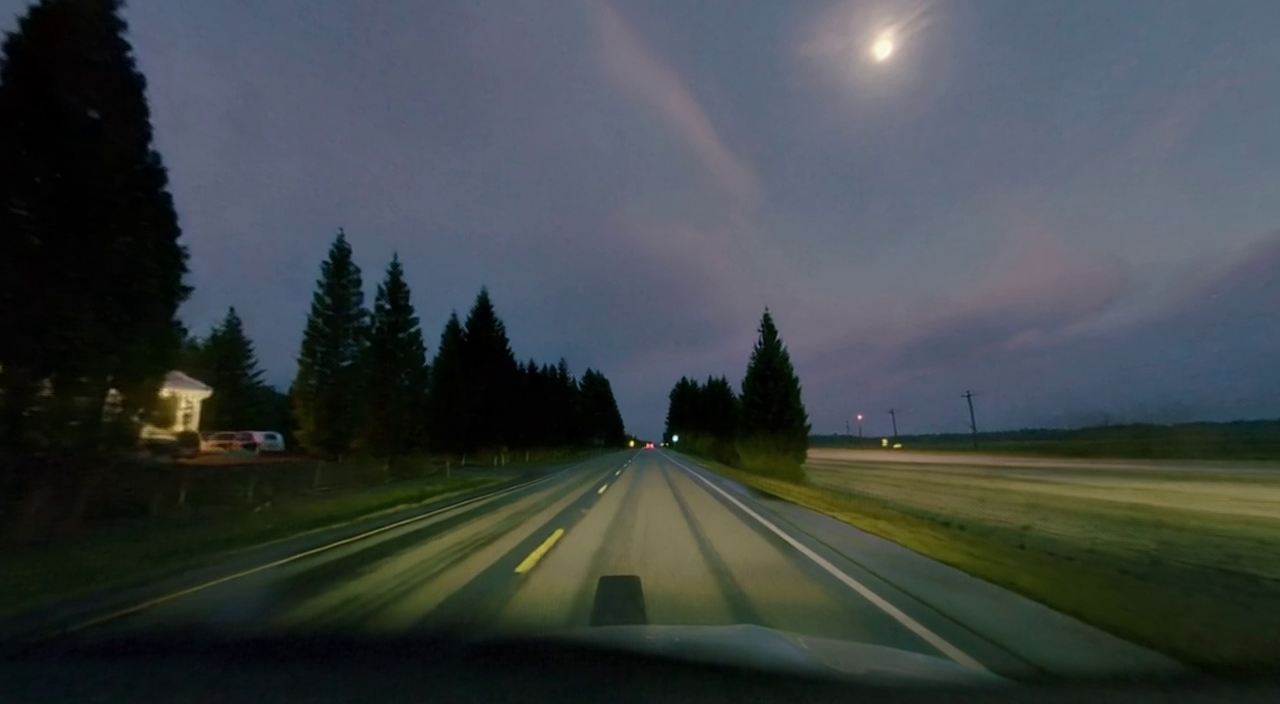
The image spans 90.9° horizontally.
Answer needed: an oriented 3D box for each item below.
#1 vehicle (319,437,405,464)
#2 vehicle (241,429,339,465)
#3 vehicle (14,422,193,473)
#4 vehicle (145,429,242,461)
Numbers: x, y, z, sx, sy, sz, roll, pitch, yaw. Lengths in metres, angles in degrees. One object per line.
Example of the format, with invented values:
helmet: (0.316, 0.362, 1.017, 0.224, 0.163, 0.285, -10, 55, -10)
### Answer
vehicle: (-18.674, 6.633, 42.542, 5.008, 1.619, 2.102, 1, -8, -15)
vehicle: (-20.062, 5.431, 36.246, 4.511, 1.876, 2.044, 0, -8, 10)
vehicle: (-20.230, 3.618, 23.989, 4.640, 1.765, 2.242, 0, -9, -4)
vehicle: (-25.993, 5.424, 36.772, 4.237, 1.701, 1.881, -2, -9, 1)
